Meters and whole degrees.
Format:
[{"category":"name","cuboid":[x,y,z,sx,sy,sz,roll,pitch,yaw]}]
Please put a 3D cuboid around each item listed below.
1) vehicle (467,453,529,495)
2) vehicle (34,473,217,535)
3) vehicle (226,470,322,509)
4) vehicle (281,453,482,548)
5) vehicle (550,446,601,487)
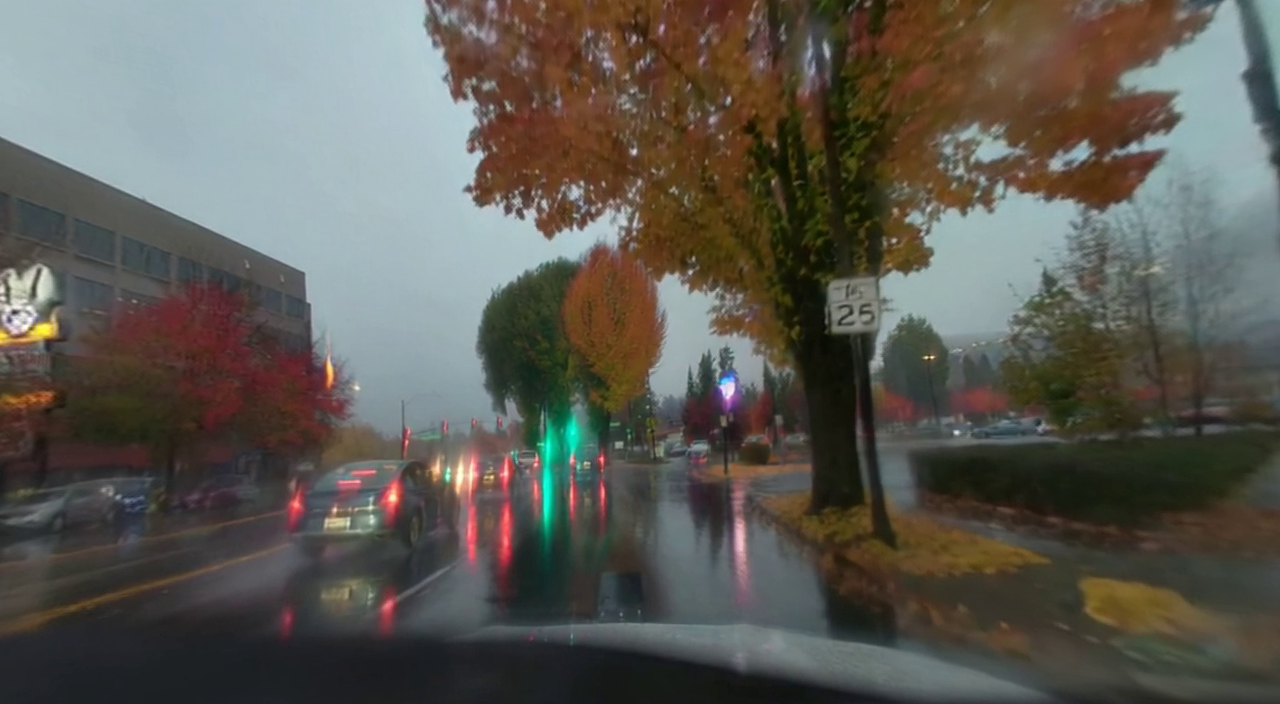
[{"category":"vehicle","cuboid":[-5.732,4.945,25.929,1.974,1.549,4.603,2,-9,-7]},{"category":"vehicle","cuboid":[-16.157,4.757,20.205,1.968,1.574,4.683,1,-9,-1]},{"category":"vehicle","cuboid":[-16.743,6.284,29.129,2.010,1.530,4.534,1,-9,-5]},{"category":"vehicle","cuboid":[-4.848,2.836,12.884,2.090,1.506,5.326,1,-9,-3]},{"category":"vehicle","cuboid":[-3.042,5.220,28.960,2.144,1.704,4.028,2,-9,-8]}]
